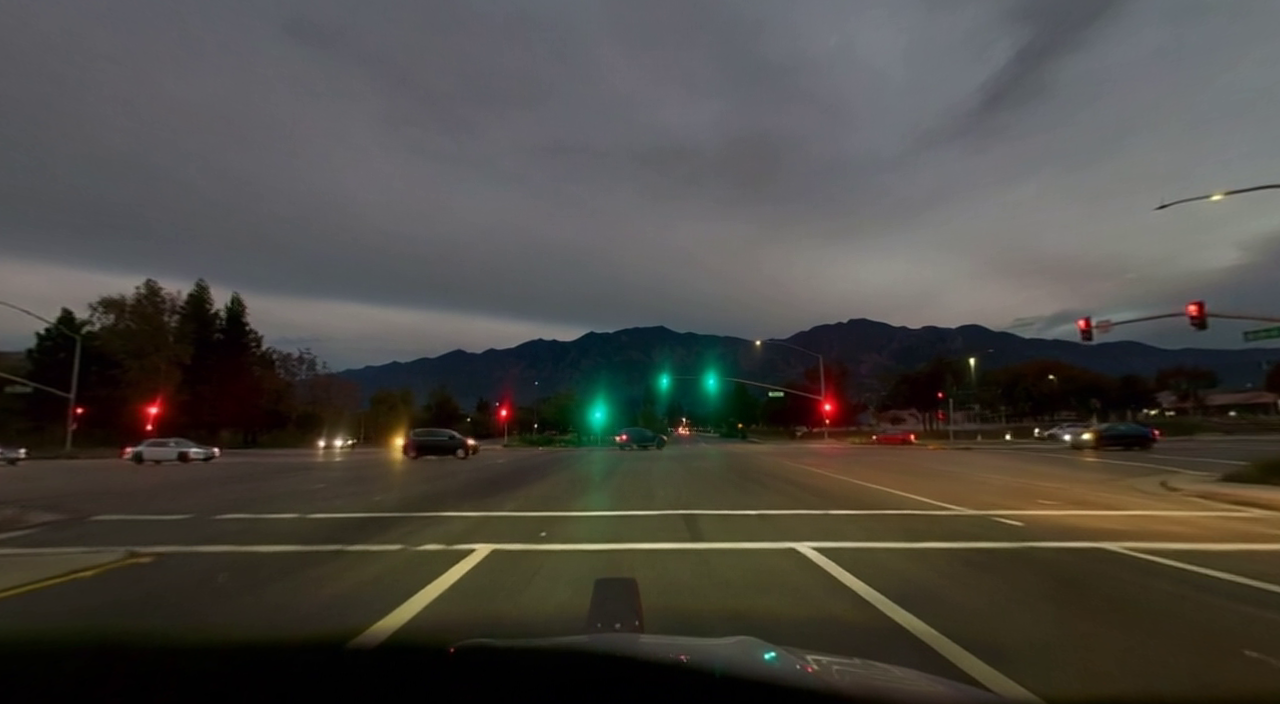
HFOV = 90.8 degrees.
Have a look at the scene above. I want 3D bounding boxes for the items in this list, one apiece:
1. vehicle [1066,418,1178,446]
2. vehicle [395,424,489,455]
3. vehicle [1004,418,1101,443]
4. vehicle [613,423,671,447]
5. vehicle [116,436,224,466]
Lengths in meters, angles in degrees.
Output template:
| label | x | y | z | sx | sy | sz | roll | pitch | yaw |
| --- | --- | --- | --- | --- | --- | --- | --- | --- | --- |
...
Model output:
| label | x | y | z | sx | sy | sz | roll | pitch | yaw |
| --- | --- | --- | --- | --- | --- | --- | --- | --- | --- |
| vehicle | 27.390 | 4.576 | 36.013 | 4.778 | 1.495 | 1.959 | 0 | -8 | 0 |
| vehicle | -12.102 | 5.355 | 38.594 | 5.228 | 1.805 | 2.246 | 3 | -9 | -23 |
| vehicle | 28.287 | 5.420 | 43.438 | 5.100 | 1.680 | 2.055 | 0 | -8 | 1 |
| vehicle | 0.230 | 6.473 | 49.006 | 2.020 | 1.713 | 4.547 | -7 | -11 | 40 |
| vehicle | -25.754 | 5.405 | 34.732 | 4.218 | 1.542 | 2.044 | 1 | -8 | -6 |
